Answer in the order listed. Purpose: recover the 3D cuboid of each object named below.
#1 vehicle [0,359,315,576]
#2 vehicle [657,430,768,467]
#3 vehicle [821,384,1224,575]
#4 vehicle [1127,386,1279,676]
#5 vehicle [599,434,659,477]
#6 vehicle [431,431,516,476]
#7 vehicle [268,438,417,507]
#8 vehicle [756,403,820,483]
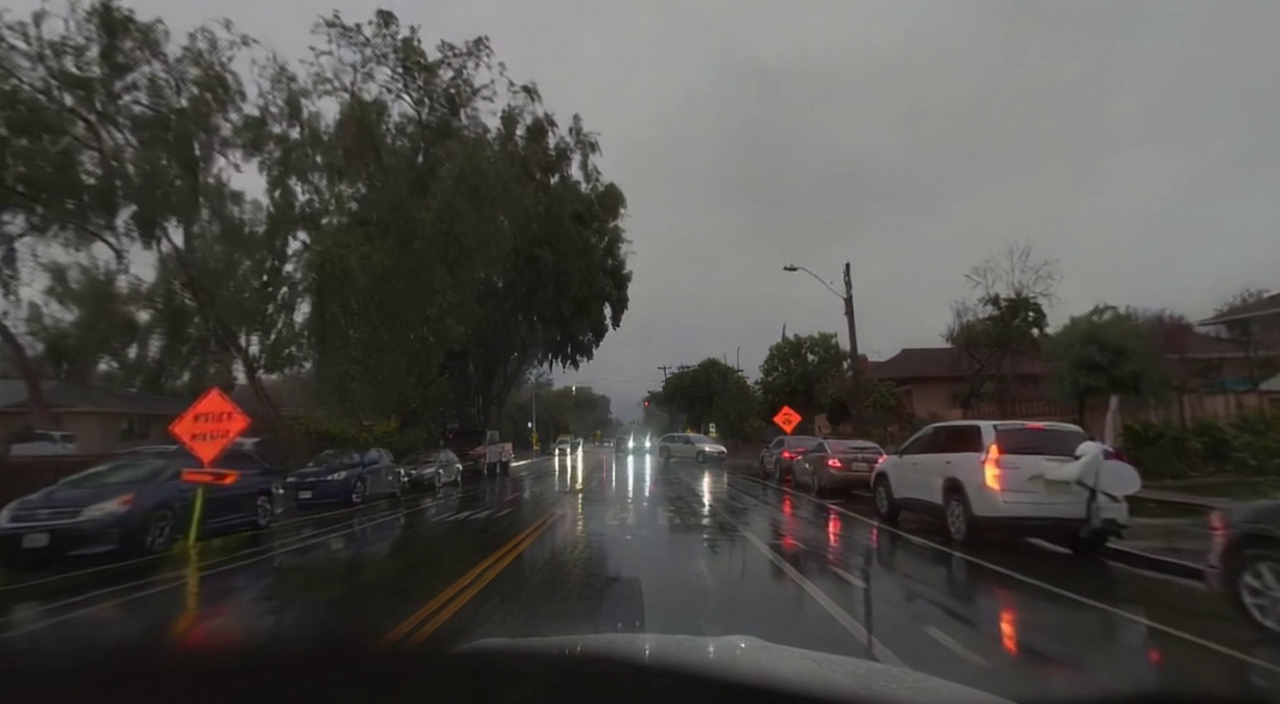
[{"bbox_3d":[-7.617,1.707,9.906,2.526,2.631,4.228,0,-8,2],"label":"vehicle"},{"bbox_3d":[3.901,5.236,34.079,5.503,1.853,2.218,-4,-9,25],"label":"vehicle"},{"bbox_3d":[4.800,1.747,9.501,2.279,1.946,5.925,0,-8,-1],"label":"vehicle"},{"bbox_3d":[4.941,0.882,2.473,2.225,1.715,4.755,0,-8,0],"label":"vehicle"},{"bbox_3d":[-0.349,3.981,24.413,2.151,1.481,4.084,0,-8,1],"label":"vehicle"},{"bbox_3d":[-8.262,5.129,32.066,2.659,2.047,6.014,0,-8,0],"label":"vehicle"},{"bbox_3d":[-8.069,3.280,17.652,2.036,1.676,4.440,0,-8,-1],"label":"vehicle"},{"bbox_3d":[5.171,3.219,22.294,1.409,2.648,2.645,0,-9,-4],"label":"vehicle"}]
